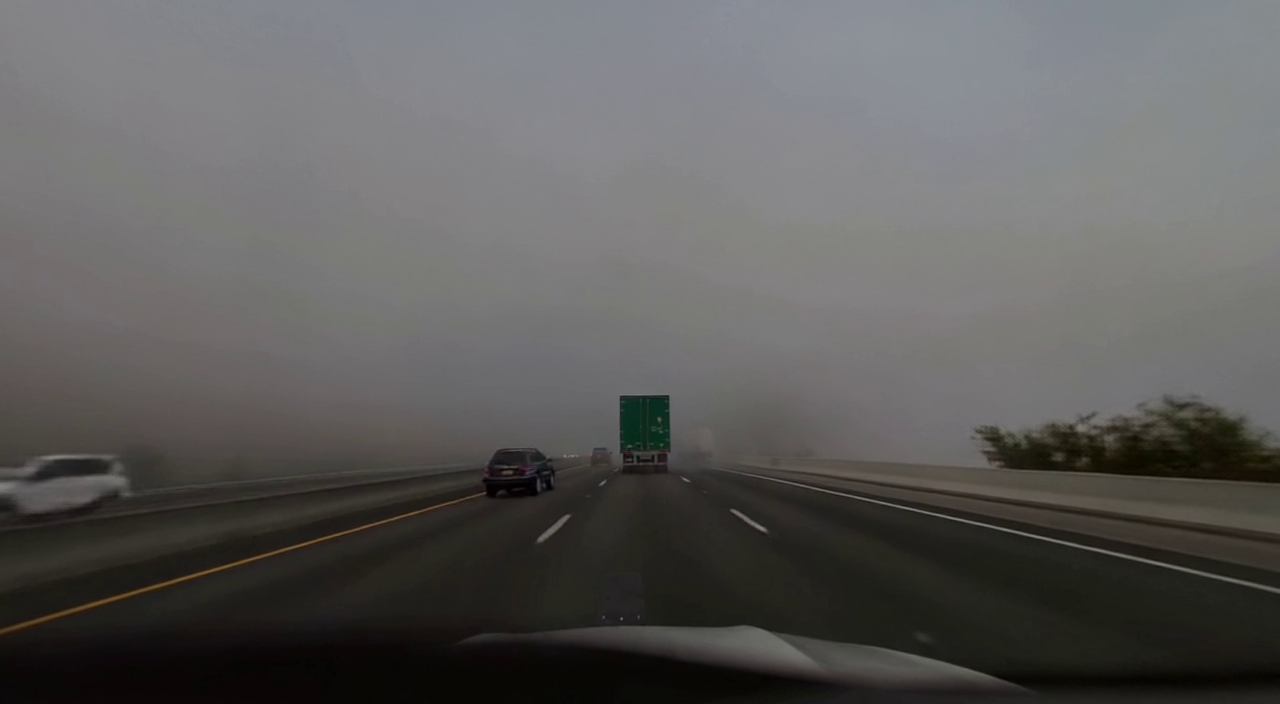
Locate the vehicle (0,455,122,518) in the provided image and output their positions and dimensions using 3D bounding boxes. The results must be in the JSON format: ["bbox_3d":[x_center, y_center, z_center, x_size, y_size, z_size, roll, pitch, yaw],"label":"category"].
[{"bbox_3d":[-18.461,3.907,18.621,2.015,1.655,5.025,0,-9,0],"label":"vehicle"}]

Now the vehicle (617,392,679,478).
[{"bbox_3d":[0.349,4.804,35.648,2.932,4.042,11.054,0,-9,0],"label":"vehicle"}]

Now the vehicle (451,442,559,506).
[{"bbox_3d":[-3.541,3.288,17.397,2.050,1.517,3.996,0,-9,1],"label":"vehicle"}]
